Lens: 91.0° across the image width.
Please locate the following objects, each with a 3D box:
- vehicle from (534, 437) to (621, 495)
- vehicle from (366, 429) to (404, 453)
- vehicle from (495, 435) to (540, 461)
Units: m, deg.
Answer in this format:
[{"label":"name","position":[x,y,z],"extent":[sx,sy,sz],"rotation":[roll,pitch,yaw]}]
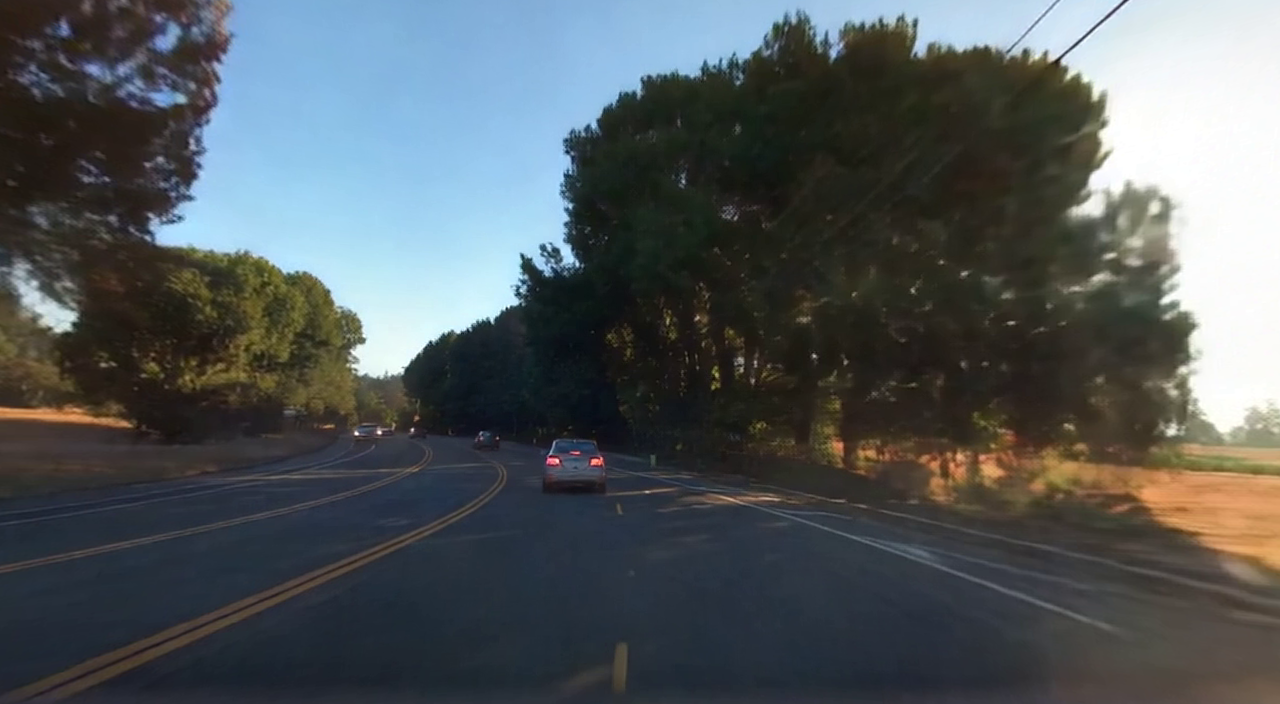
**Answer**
[{"label":"vehicle","position":[-1.977,3.349,18.867],"extent":[2.296,1.510,4.068],"rotation":[2,-9,-9]},{"label":"vehicle","position":[-17.113,5.980,42.170],"extent":[2.126,1.493,4.748],"rotation":[4,-9,-23]},{"label":"vehicle","position":[-7.782,6.062,39.712],"extent":[2.080,1.530,3.719],"rotation":[3,-9,-21]}]
